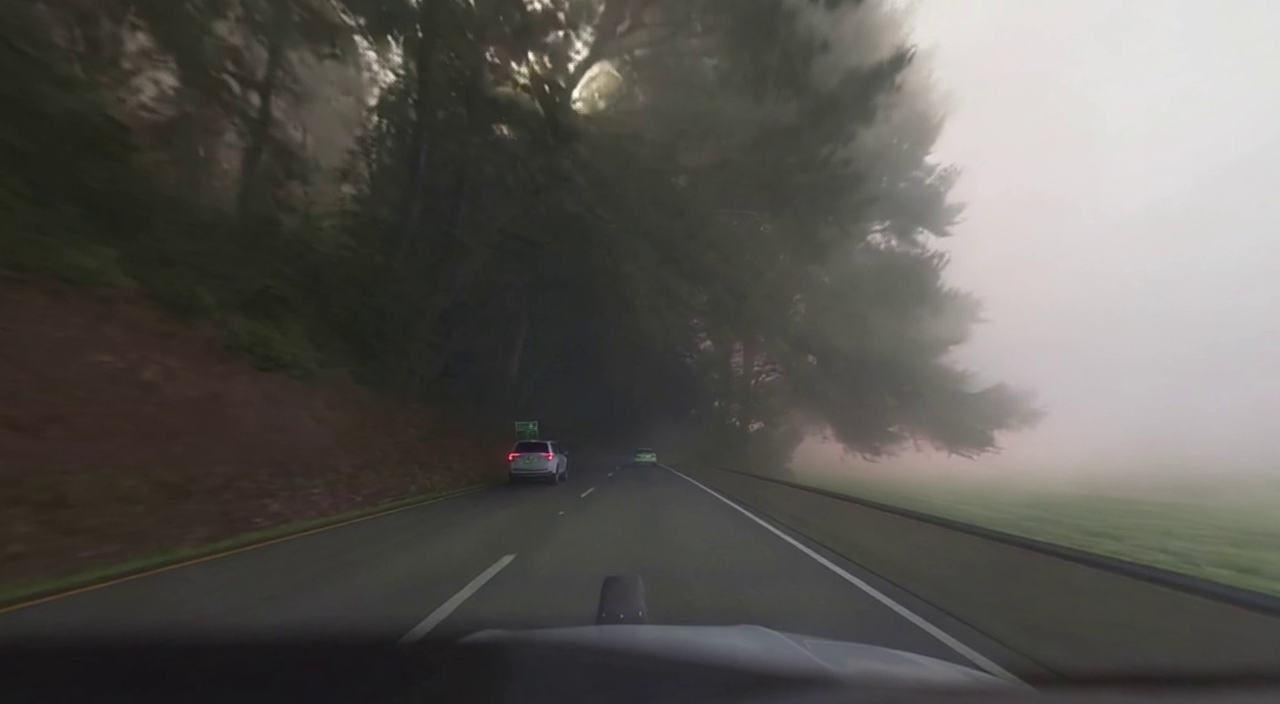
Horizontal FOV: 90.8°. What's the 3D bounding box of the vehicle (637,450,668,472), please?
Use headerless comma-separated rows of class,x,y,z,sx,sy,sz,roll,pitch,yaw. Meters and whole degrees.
vehicle,0.833,7.588,44.198,2.046,1.452,4.407,0,-9,0

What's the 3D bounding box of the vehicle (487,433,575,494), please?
vehicle,-3.943,4.155,23.949,2.418,2.049,4.930,0,-9,0

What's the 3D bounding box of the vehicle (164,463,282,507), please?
vehicle,-16.200,5.148,24.785,1.720,1.440,4.098,0,-9,1
